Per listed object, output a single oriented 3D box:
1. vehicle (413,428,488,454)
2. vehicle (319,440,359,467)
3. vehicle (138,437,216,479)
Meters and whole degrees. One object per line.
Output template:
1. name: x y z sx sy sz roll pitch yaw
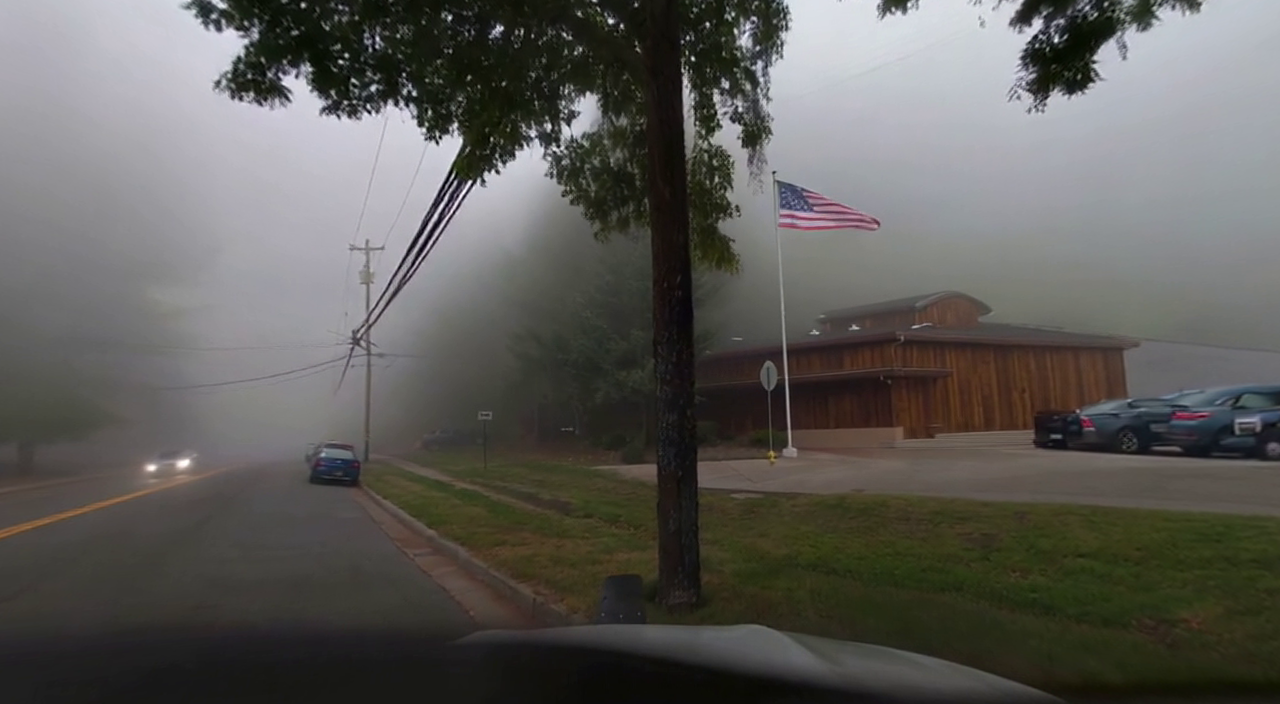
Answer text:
1. vehicle: -13.506 6.380 45.104 4.767 1.735 1.920 4 -9 -27
2. vehicle: -17.600 5.910 36.859 1.941 1.460 4.206 4 -9 -26
3. vehicle: -21.771 4.982 29.912 2.086 1.798 4.511 4 -9 -25
